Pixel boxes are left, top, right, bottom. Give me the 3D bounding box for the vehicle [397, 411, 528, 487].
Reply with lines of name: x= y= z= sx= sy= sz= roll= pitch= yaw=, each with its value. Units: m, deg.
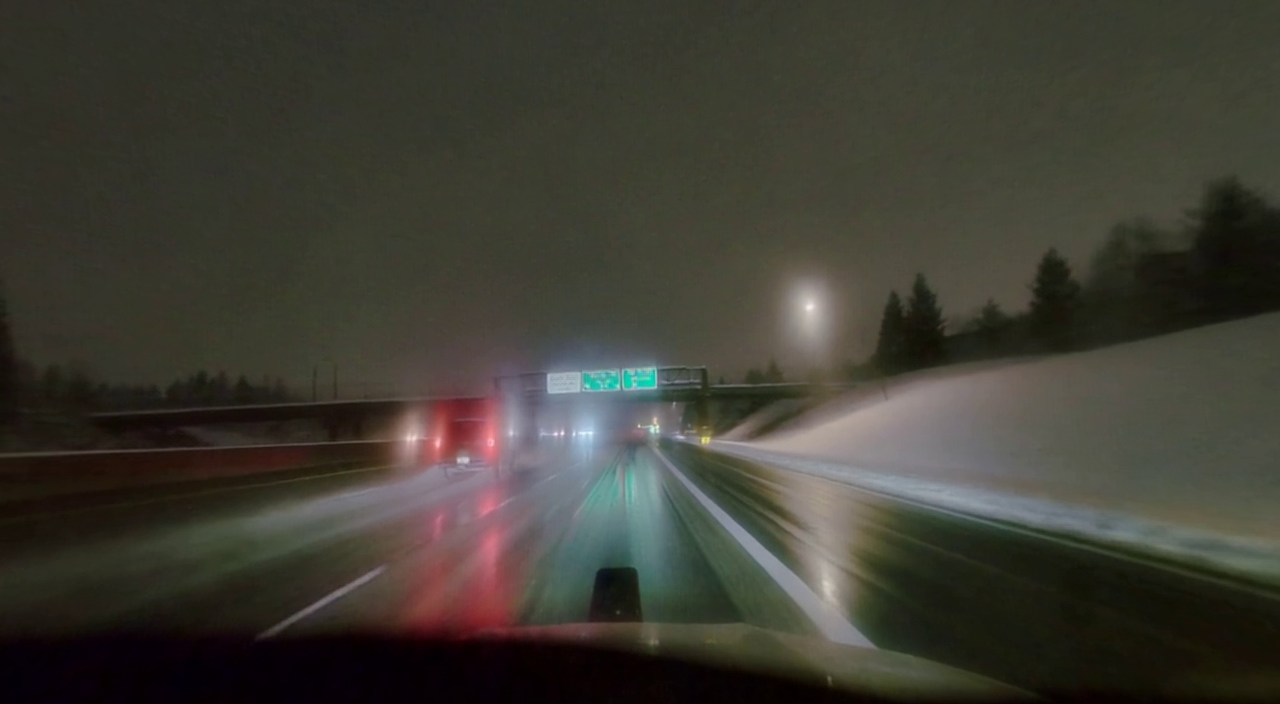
vehicle: x=-4.491 y=2.546 z=16.820 sx=2.153 sy=1.730 sz=4.772 roll=0 pitch=-8 yaw=-1
